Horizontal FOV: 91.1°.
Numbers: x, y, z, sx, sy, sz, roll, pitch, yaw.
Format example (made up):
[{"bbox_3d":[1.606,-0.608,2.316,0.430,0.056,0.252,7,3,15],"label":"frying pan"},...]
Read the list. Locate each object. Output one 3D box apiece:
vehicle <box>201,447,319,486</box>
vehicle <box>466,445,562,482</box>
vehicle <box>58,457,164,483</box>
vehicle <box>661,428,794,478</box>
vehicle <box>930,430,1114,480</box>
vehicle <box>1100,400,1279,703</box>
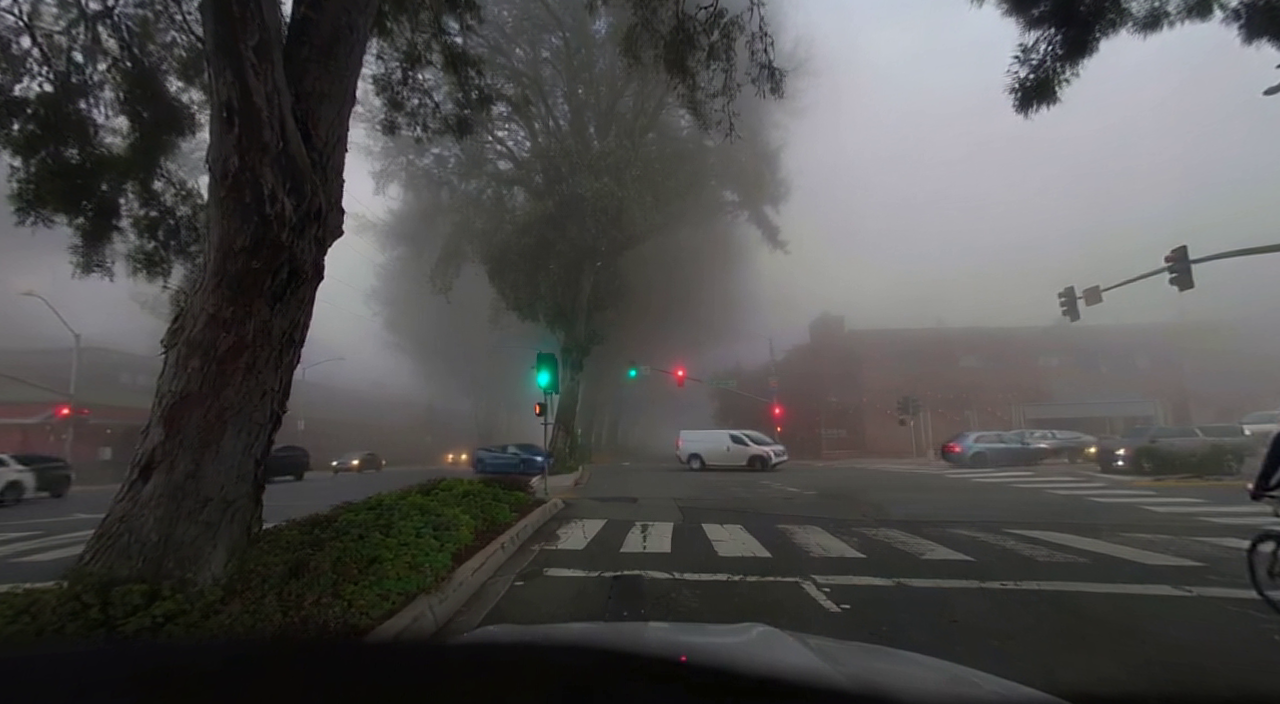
[{"bbox_3d":[-15.504,4.654,25.948,1.981,1.438,4.607,0,-8,0],"label":"vehicle"},{"bbox_3d":[-4.991,4.313,24.593,1.921,1.304,4.050,7,-11,-40],"label":"vehicle"},{"bbox_3d":[-32.573,7.233,38.773,2.074,1.429,4.532,-6,-10,36],"label":"vehicle"},{"bbox_3d":[3.543,4.145,26.023,4.958,1.842,2.276,-7,-11,39],"label":"vehicle"},{"bbox_3d":[12.643,3.465,21.251,5.017,1.515,2.006,-4,-9,23],"label":"vehicle"},{"bbox_3d":[3.090,0.672,0.566,1.990,1.454,4.490,0,-8,1],"label":"vehicle"}]
